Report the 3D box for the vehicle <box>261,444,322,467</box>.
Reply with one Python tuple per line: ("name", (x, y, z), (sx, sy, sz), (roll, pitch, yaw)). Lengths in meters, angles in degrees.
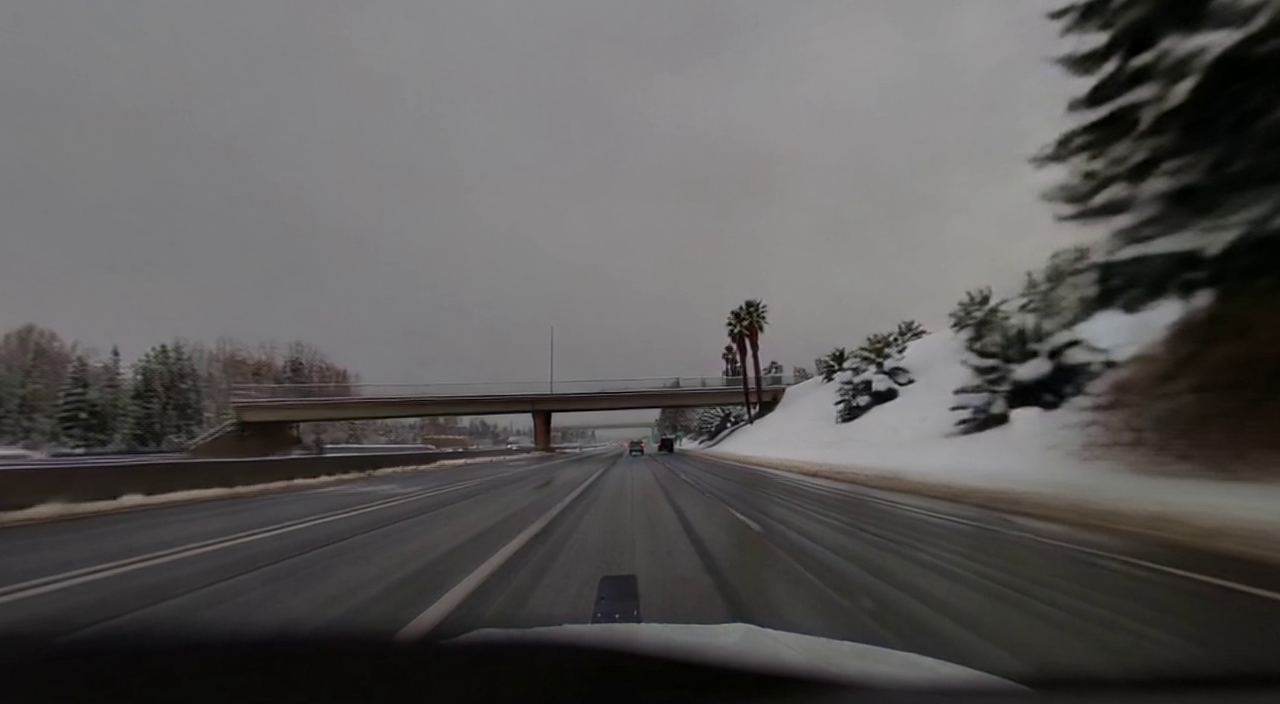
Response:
("vehicle", (-25.110, 7.446, 45.679), (1.847, 1.534, 4.527), (0, -8, 0))
